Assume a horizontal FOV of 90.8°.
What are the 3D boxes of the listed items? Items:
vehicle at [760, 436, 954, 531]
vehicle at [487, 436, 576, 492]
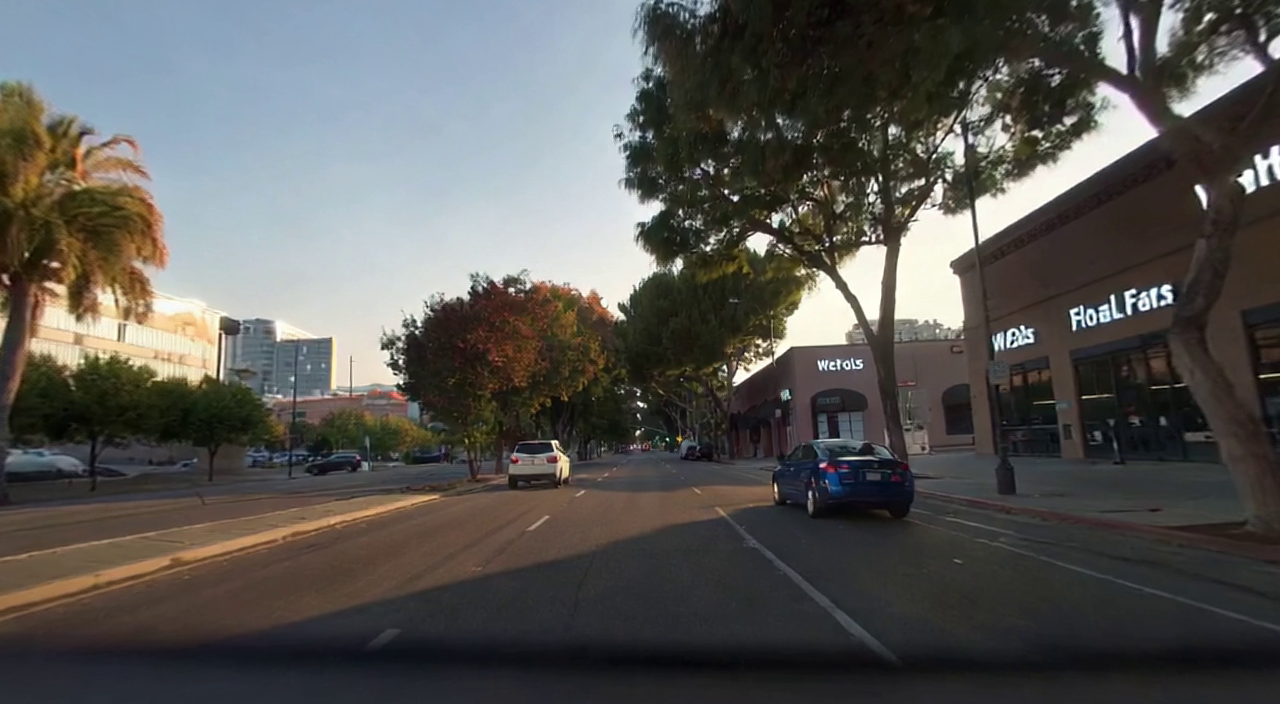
[{"bbox_3d":[3.866,2.417,12.286,1.961,1.482,4.538,0,-9,-3],"label":"vehicle"},{"bbox_3d":[-3.559,3.779,21.691,2.145,1.694,4.642,0,-9,1],"label":"vehicle"}]
